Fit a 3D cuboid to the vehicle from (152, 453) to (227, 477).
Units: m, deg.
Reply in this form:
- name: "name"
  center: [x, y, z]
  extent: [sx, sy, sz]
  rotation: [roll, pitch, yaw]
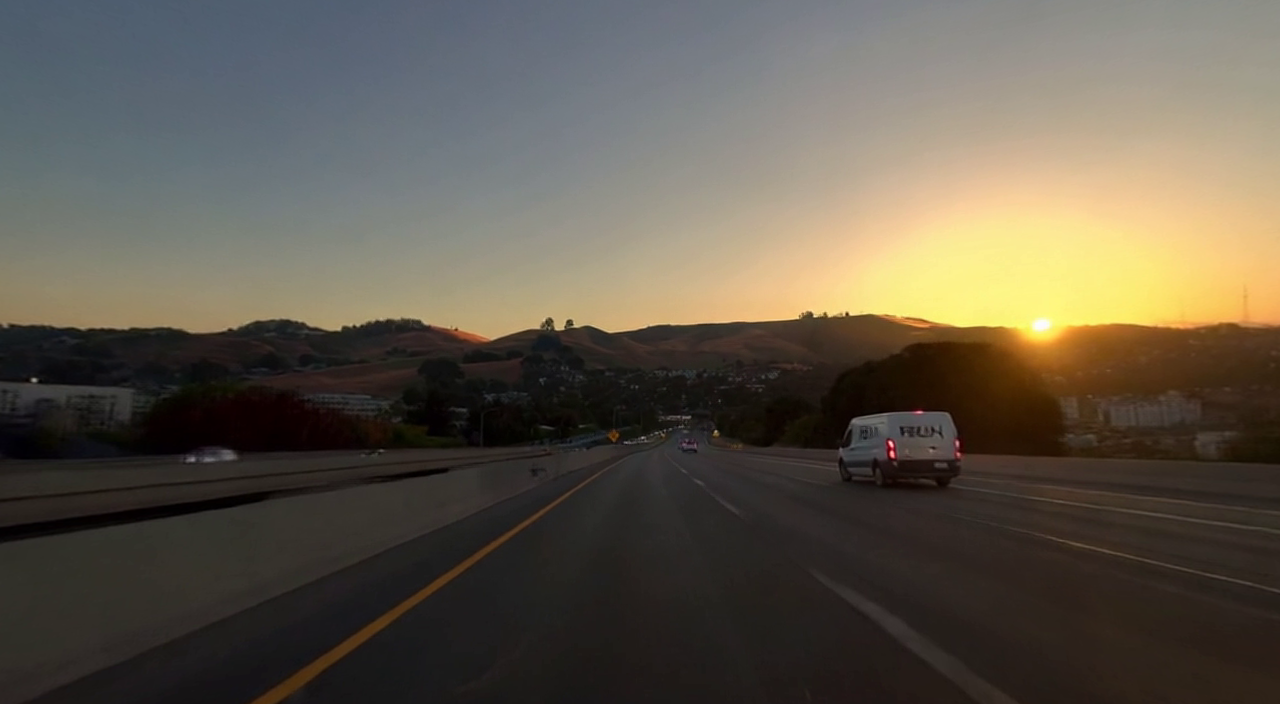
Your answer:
- name: "vehicle"
  center: [-31.708, 7.945, 44.561]
  extent: [1.785, 1.472, 4.603]
  rotation: [0, -8, 1]

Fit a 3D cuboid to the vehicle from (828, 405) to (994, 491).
- name: "vehicle"
  center: [7.375, 2.693, 18.042]
  extent: [2.275, 2.059, 5.543]
  rotation: [0, -8, 0]
